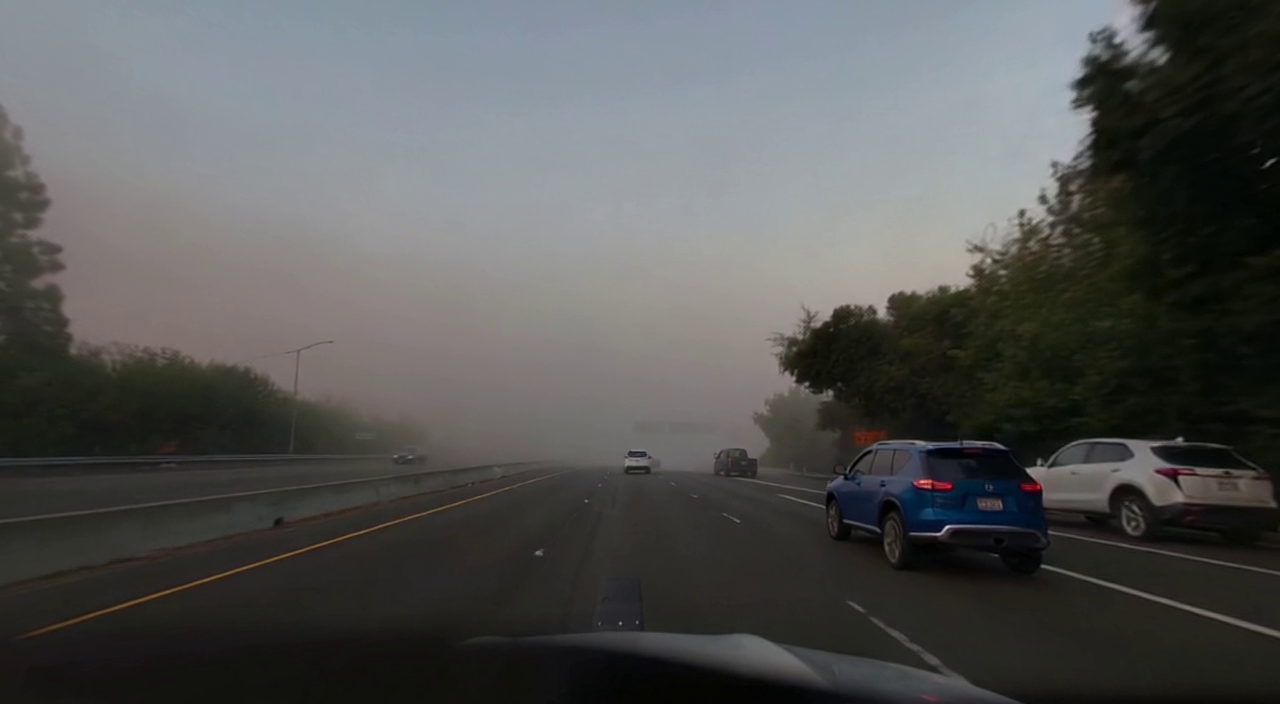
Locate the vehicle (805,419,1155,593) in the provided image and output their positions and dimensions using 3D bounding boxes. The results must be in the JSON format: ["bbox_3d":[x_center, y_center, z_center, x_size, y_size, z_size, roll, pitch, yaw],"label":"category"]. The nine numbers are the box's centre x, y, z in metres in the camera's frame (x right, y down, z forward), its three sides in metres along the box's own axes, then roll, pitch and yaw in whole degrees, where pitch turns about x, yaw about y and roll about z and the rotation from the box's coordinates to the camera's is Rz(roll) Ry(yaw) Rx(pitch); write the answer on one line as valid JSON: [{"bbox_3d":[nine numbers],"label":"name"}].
[{"bbox_3d":[3.874,1.819,8.336,2.097,1.659,4.320,1,-9,-2],"label":"vehicle"}]

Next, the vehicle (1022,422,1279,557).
[{"bbox_3d":[9.307,2.278,11.113,1.967,1.816,4.775,2,-9,-3],"label":"vehicle"}]

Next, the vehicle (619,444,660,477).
[{"bbox_3d":[-0.087,6.188,36.334,2.181,1.768,4.383,1,-9,-2],"label":"vehicle"}]

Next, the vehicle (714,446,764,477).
[{"bbox_3d":[7.517,8.390,48.815,2.526,2.230,6.190,1,-9,-4],"label":"vehicle"}]

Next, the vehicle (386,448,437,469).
[{"bbox_3d":[-17.264,8.054,48.029,2.137,1.454,4.701,0,-9,0],"label":"vehicle"}]
